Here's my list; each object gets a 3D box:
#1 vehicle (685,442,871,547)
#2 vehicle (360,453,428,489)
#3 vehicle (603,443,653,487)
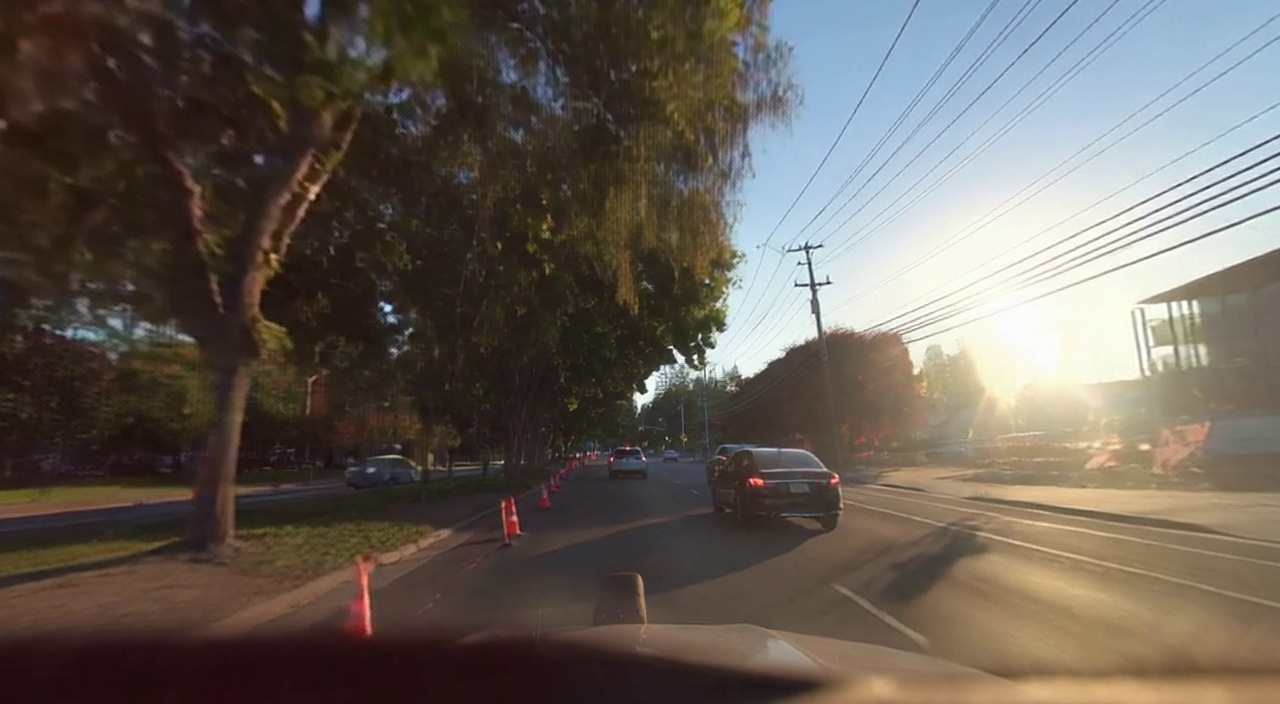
[{"bbox_3d":[2.164,2.391,11.404,1.977,1.460,4.565,0,-9,-5],"label":"vehicle"},{"bbox_3d":[-12.532,6.050,32.521,1.871,1.639,4.289,0,-9,-1],"label":"vehicle"},{"bbox_3d":[-0.491,4.885,27.726,2.050,1.745,3.915,-1,-9,0],"label":"vehicle"}]
